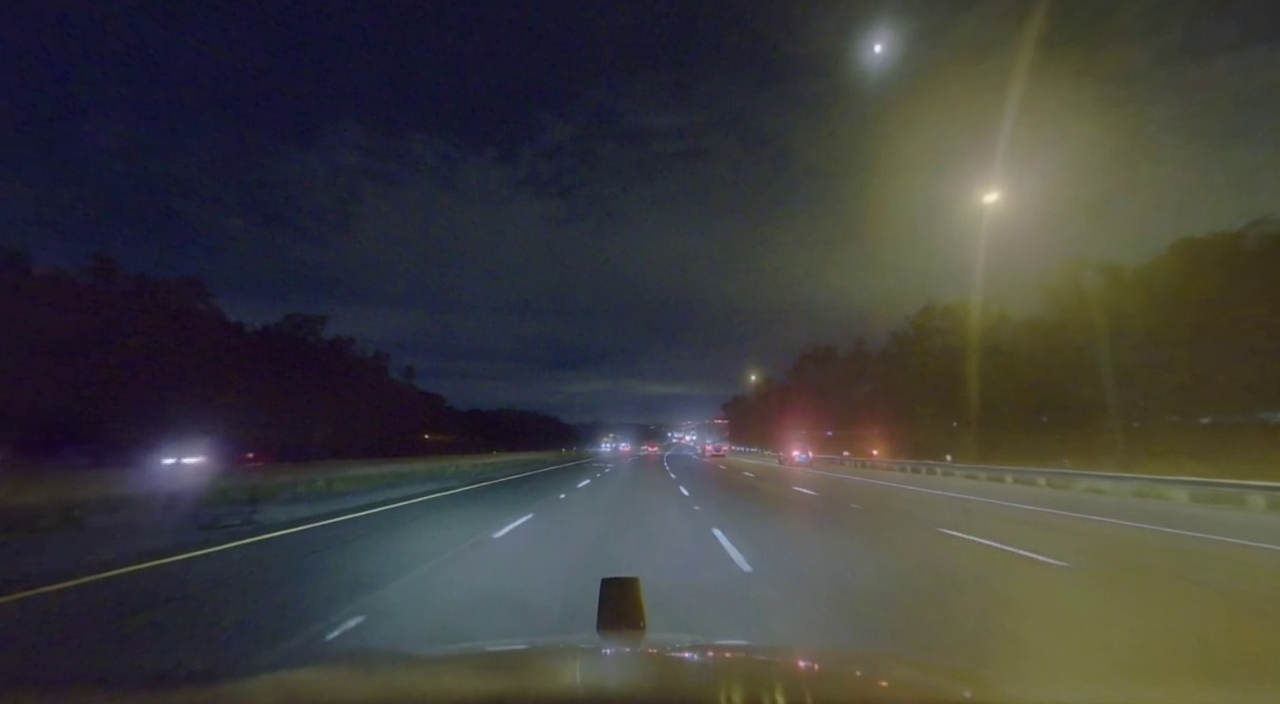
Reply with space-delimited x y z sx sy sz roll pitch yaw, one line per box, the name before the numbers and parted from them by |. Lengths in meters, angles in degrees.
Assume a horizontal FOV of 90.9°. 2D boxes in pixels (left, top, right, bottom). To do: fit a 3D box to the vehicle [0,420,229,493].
vehicle | -24.591 4.512 27.664 2.884 2.602 15.297 0 -8 1
